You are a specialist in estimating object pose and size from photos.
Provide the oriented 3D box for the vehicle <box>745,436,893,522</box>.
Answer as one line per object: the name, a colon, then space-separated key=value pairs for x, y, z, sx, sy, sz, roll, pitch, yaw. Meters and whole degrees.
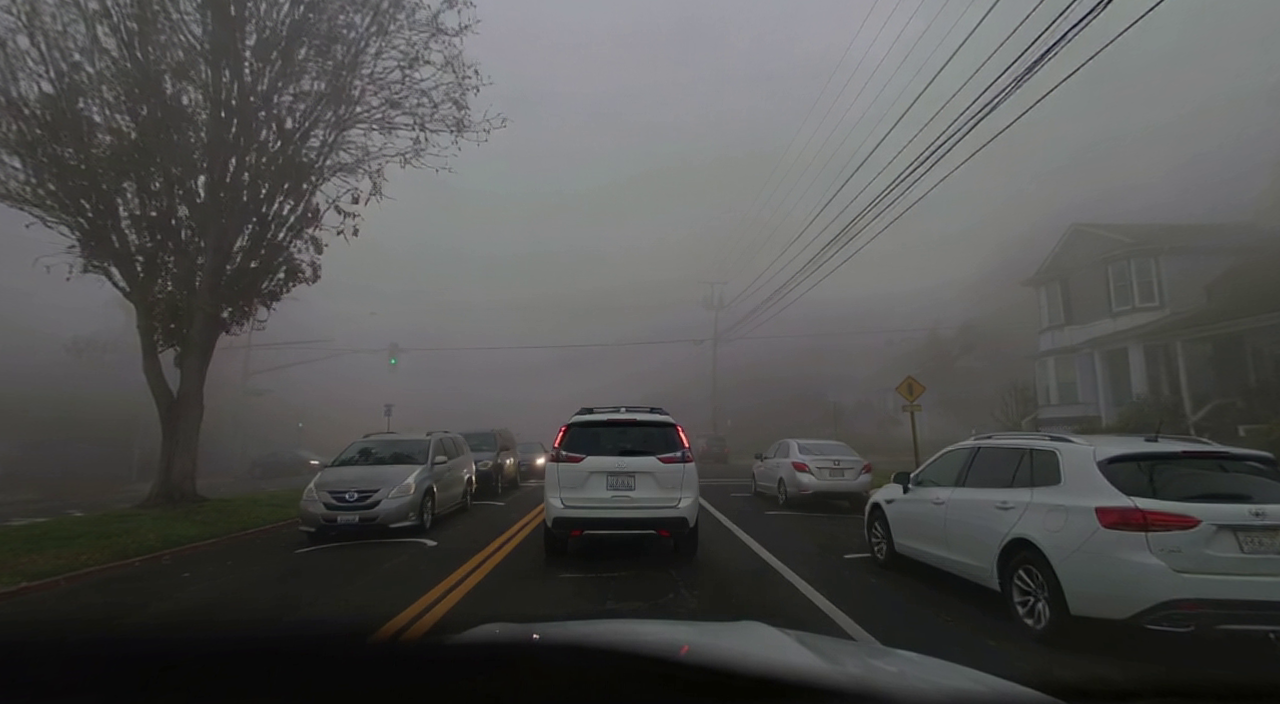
vehicle: x=3.470 y=2.524 z=13.085 sx=1.880 sy=1.476 sz=3.932 roll=0 pitch=-8 yaw=0

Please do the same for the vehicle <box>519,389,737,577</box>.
vehicle: x=-0.205 y=1.613 z=8.531 sx=2.164 sy=1.867 sz=4.254 roll=0 pitch=-8 yaw=-2

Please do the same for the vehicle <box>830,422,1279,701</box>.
vehicle: x=3.473 y=1.463 z=5.762 sx=1.977 sy=1.480 sz=4.589 roll=0 pitch=-8 yaw=-1

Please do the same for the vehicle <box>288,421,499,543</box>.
vehicle: x=-3.723 y=2.024 z=10.522 sx=1.864 sy=1.576 sz=4.324 roll=0 pitch=-8 yaw=-2
